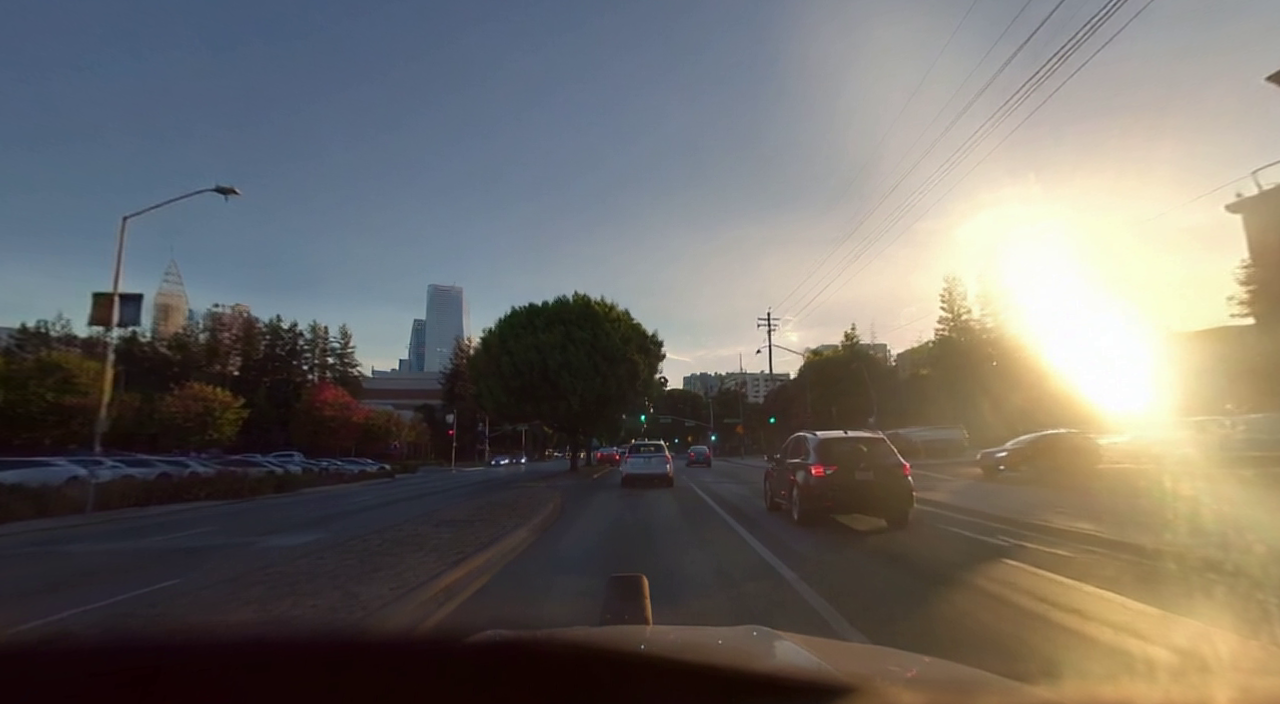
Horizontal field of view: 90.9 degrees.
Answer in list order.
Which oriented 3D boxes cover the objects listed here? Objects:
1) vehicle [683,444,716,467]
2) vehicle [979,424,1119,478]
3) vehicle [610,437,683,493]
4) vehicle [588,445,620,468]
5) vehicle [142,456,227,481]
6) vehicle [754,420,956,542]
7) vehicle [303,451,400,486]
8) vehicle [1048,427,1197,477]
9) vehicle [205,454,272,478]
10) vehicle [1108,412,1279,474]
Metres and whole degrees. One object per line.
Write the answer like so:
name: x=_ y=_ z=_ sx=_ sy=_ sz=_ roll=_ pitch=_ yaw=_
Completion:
vehicle: x=4.117 y=7.185 z=43.935 sx=1.880 sy=1.503 sz=4.130 roll=0 pitch=-8 yaw=0
vehicle: x=13.479 y=3.310 z=21.155 sx=1.899 sy=1.602 sz=4.297 roll=-1 pitch=-8 yaw=2
vehicle: x=0.213 y=3.704 z=21.066 sx=2.200 sy=1.653 sz=4.127 roll=0 pitch=-8 yaw=1
vehicle: x=-2.567 y=7.262 z=44.035 sx=2.104 sy=1.488 sz=4.546 roll=0 pitch=-8 yaw=-5
vehicle: x=-30.382 y=7.771 z=42.266 sx=1.951 sy=1.459 sz=4.803 roll=-1 pitch=-8 yaw=2
vehicle: x=3.473 y=2.174 z=11.305 sx=2.024 sy=1.711 sz=4.512 roll=0 pitch=-8 yaw=0
vehicle: x=-14.727 y=5.947 z=32.223 sx=4.290 sy=1.510 sz=2.006 roll=-6 pitch=-10 yaw=18
vehicle: x=16.129 y=3.370 z=21.386 sx=2.018 sy=1.488 sz=4.059 roll=-1 pitch=-8 yaw=4
vehicle: x=-30.358 y=8.585 z=47.832 sx=1.903 sy=1.649 sz=4.654 roll=0 pitch=-8 yaw=1
vehicle: x=18.703 y=3.122 z=21.347 sx=1.950 sy=1.797 sz=4.967 roll=-3 pitch=-10 yaw=3
